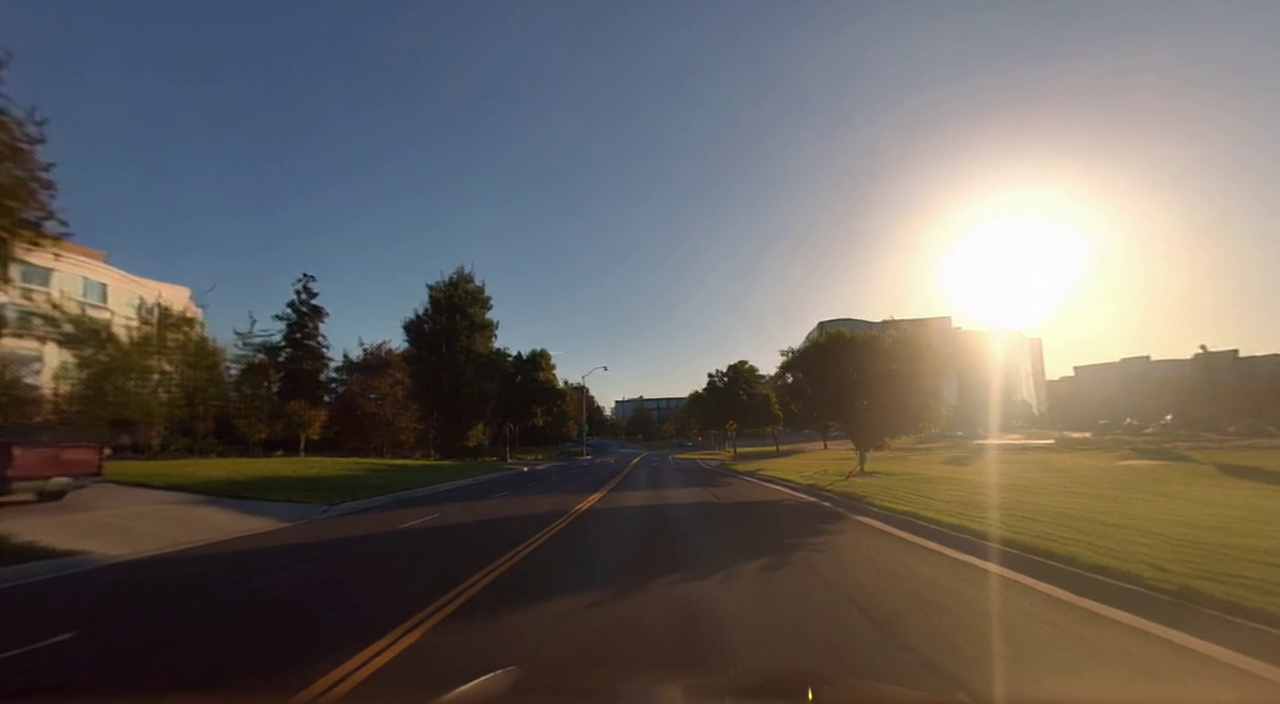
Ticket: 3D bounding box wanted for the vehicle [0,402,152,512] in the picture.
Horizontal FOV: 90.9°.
[{"bbox_3d":[-11.985,2.062,12.559,2.244,1.796,5.170,6,-11,-24],"label":"vehicle"}]
